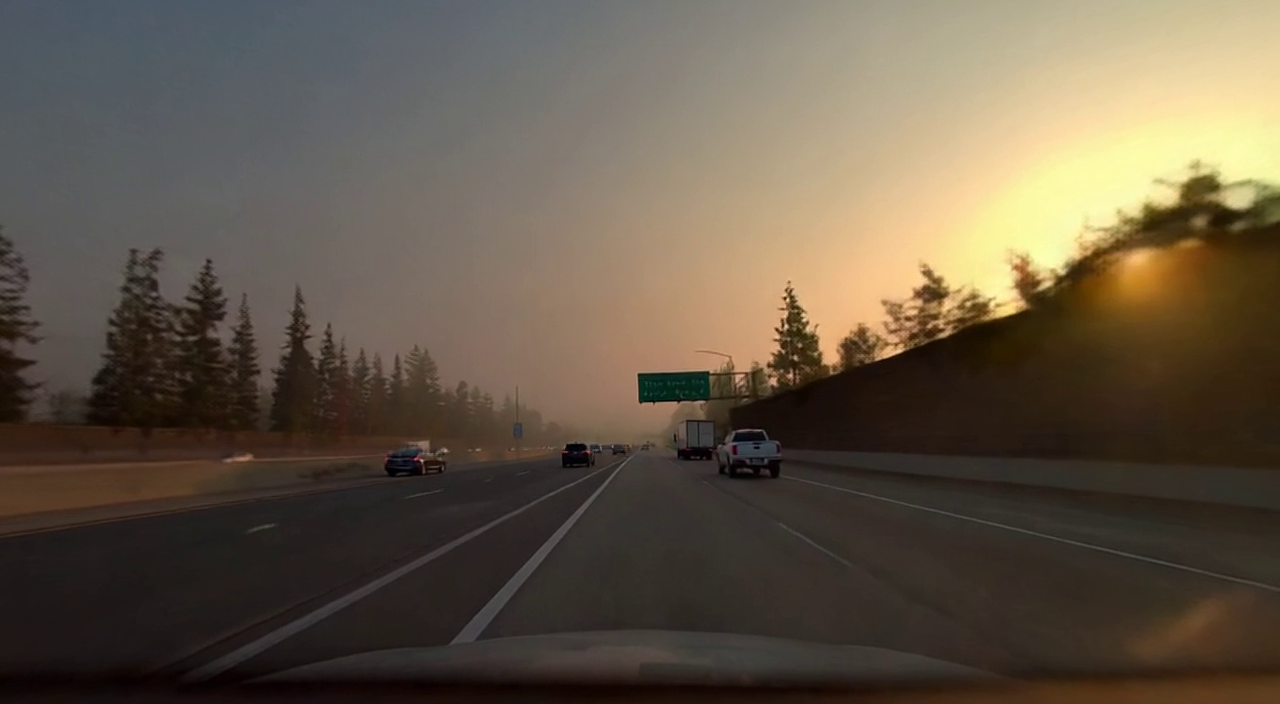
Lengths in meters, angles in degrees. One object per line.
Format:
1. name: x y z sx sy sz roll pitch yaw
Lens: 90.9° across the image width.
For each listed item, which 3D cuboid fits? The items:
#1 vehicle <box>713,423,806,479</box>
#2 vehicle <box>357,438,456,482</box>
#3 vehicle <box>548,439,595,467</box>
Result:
1. vehicle: 4.561 3.929 25.373 2.355 1.930 6.633 0 -8 -1
2. vehicle: -8.555 3.977 23.565 1.899 1.465 4.589 0 -8 0
3. vehicle: -3.753 5.619 35.263 1.981 1.473 4.317 0 -8 2
